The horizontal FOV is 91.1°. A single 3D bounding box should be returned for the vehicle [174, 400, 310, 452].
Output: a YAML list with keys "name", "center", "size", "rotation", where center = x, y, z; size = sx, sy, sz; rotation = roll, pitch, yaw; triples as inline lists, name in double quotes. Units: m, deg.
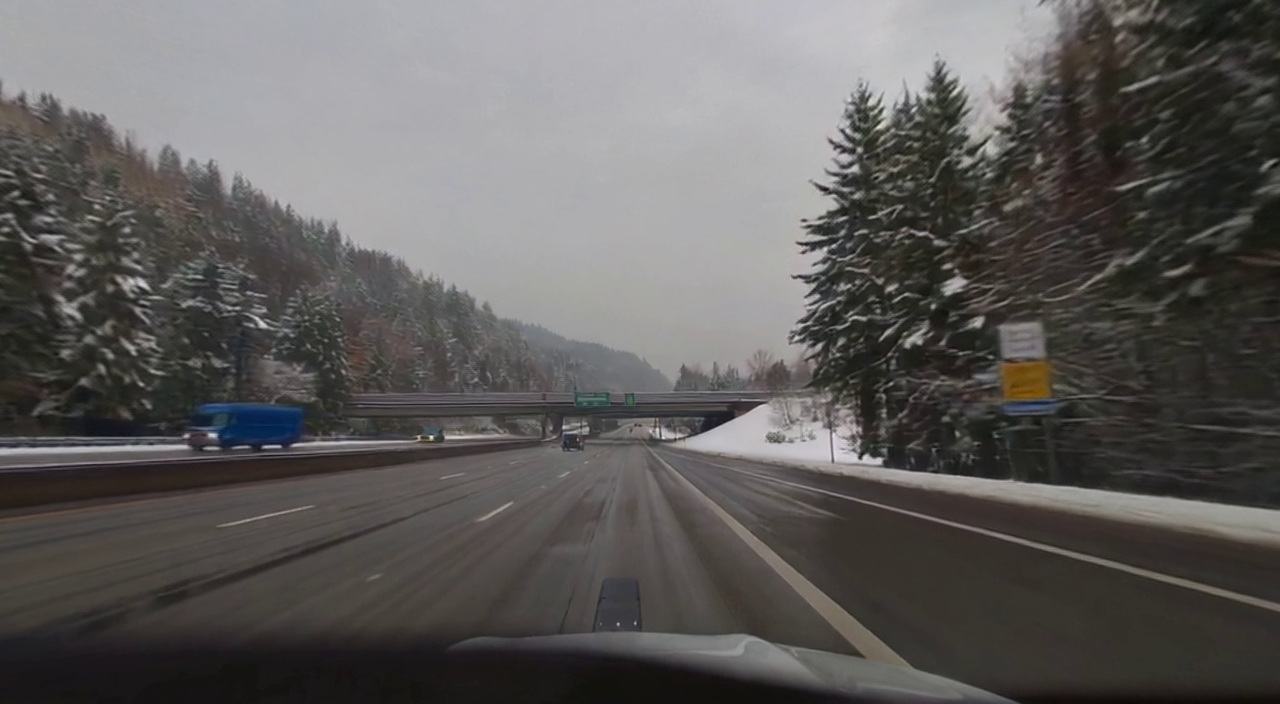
- name: "vehicle"
  center: [-25.874, 4.960, 41.614]
  size: [2.968, 3.038, 9.055]
  rotation: [0, -8, 1]
